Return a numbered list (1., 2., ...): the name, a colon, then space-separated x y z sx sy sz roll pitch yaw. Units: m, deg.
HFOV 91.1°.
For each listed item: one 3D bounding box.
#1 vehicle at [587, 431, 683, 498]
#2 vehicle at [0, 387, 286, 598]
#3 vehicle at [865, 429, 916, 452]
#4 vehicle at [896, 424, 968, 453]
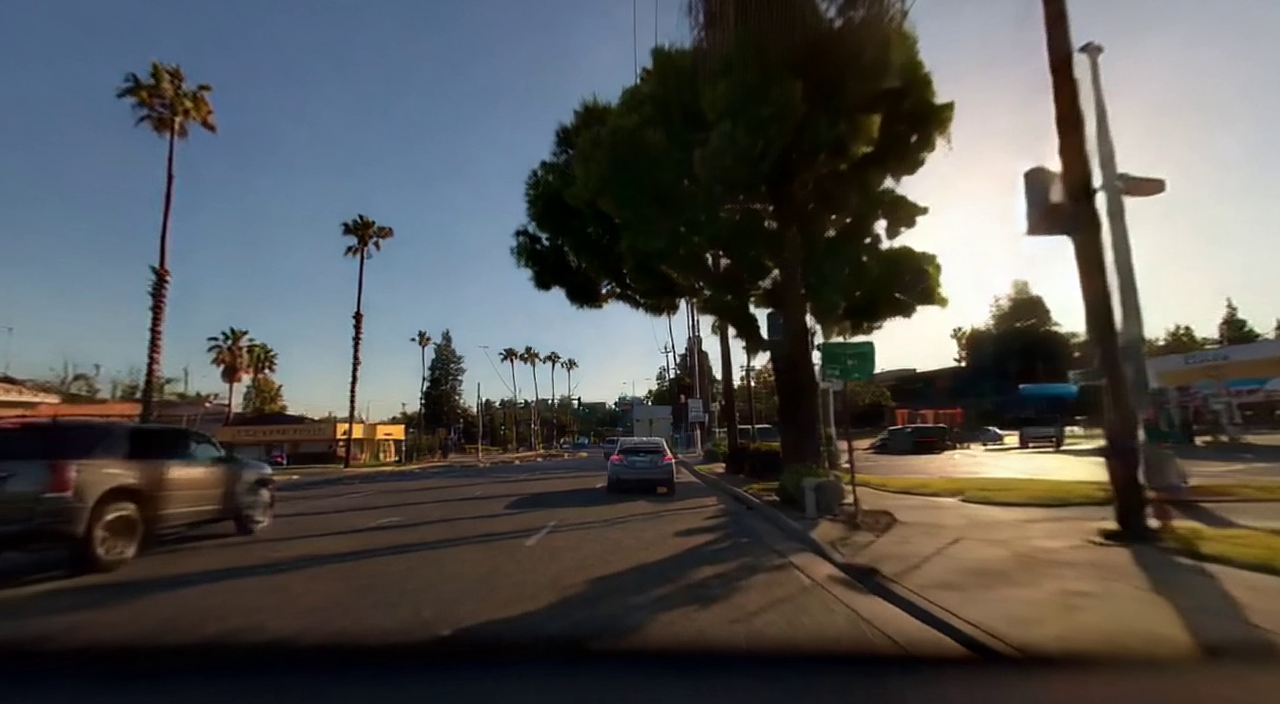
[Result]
1. vehicle: -0.067 2.864 16.384 2.145 1.483 4.453 0 -9 1
2. vehicle: -6.208 1.401 6.816 2.057 1.705 4.394 0 -9 1
3. vehicle: 17.195 6.145 43.332 1.902 1.502 4.395 0 -9 4
4. vehicle: 17.332 5.206 37.498 2.009 1.630 4.436 0 -9 -2
